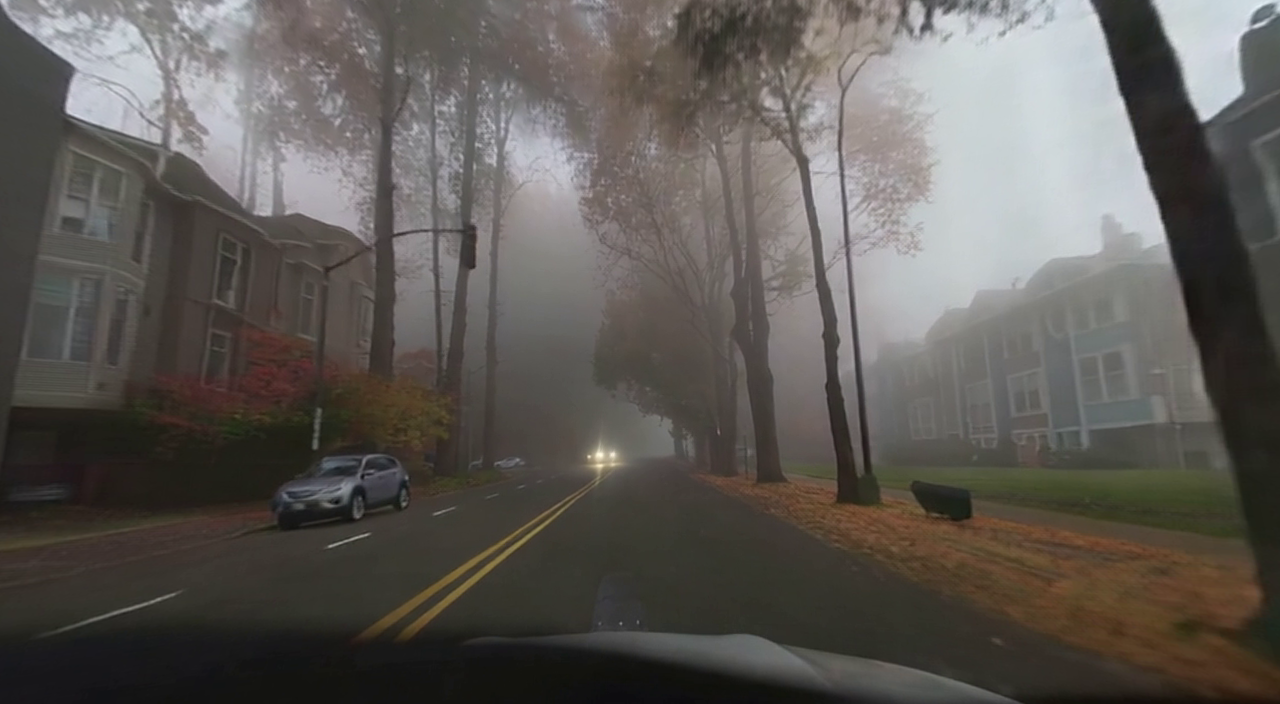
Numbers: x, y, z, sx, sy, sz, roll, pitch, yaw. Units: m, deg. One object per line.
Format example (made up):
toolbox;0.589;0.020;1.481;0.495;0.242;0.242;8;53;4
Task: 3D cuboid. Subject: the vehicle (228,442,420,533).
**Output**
vehicle;-7.355;3.167;15.567;2.129;1.730;5.544;-2;-9;-3

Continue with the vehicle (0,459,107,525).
vehicle;-18.917;4.224;19.378;4.001;1.772;2.038;-4;-9;19
